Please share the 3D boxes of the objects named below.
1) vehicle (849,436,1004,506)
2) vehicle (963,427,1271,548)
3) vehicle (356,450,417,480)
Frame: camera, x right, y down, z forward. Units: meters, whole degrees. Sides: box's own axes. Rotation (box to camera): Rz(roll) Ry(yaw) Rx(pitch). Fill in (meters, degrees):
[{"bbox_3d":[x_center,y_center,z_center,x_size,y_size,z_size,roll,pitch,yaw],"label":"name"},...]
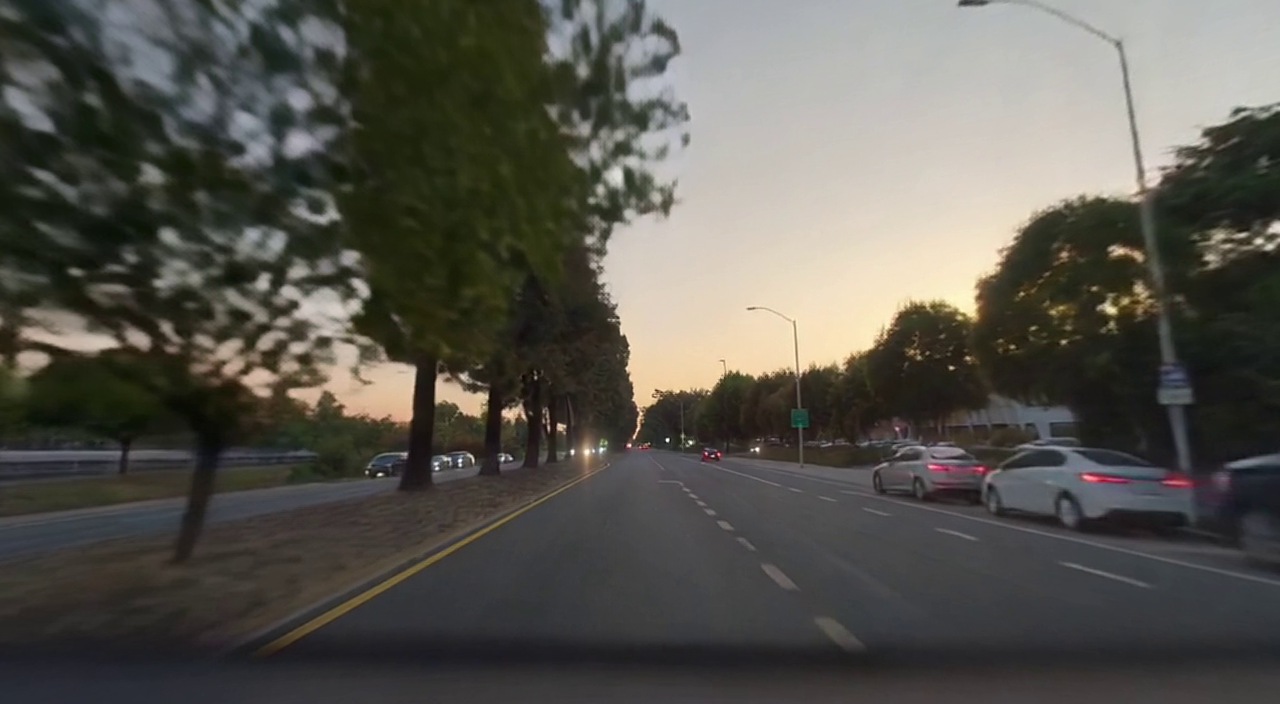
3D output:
[{"bbox_3d":[7.243,3.028,16.594,1.838,1.554,4.607,0,-8,-1],"label":"vehicle"},{"bbox_3d":[7.445,2.119,10.554,1.773,1.575,4.168,0,-8,-2],"label":"vehicle"},{"bbox_3d":[-17.781,7.910,44.656,1.999,1.875,5.842,-1,-8,-1],"label":"vehicle"}]
